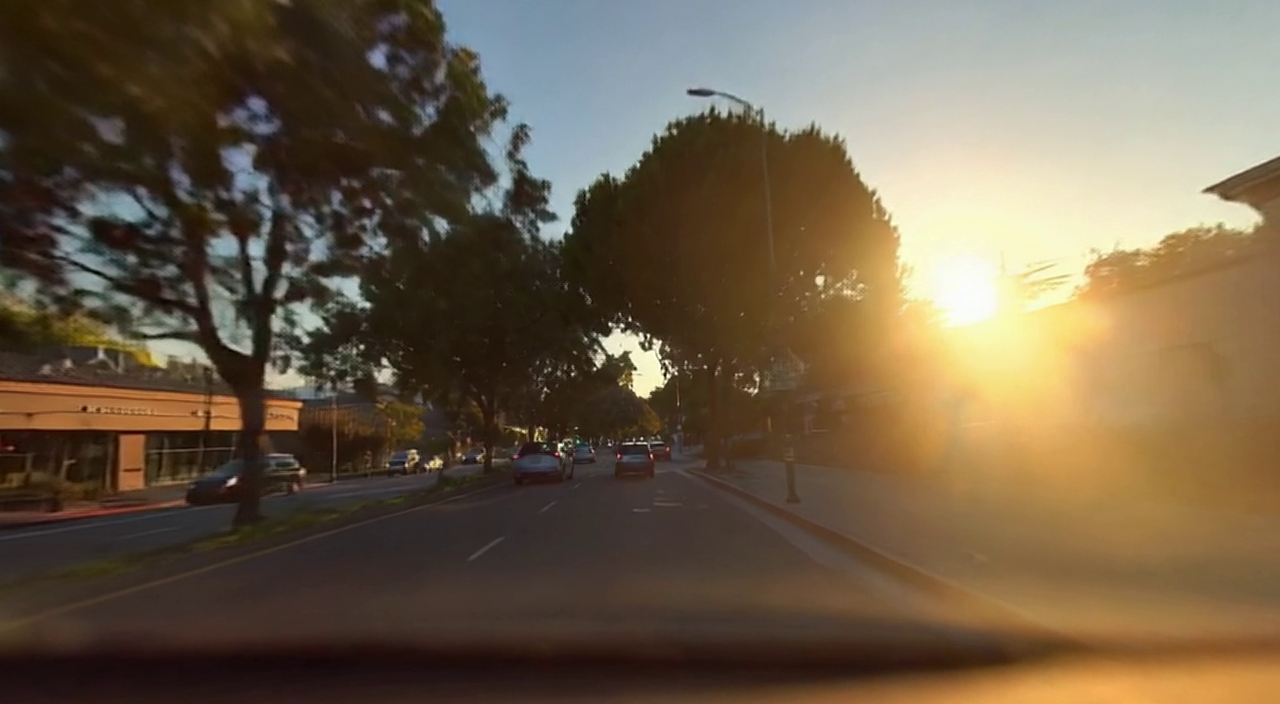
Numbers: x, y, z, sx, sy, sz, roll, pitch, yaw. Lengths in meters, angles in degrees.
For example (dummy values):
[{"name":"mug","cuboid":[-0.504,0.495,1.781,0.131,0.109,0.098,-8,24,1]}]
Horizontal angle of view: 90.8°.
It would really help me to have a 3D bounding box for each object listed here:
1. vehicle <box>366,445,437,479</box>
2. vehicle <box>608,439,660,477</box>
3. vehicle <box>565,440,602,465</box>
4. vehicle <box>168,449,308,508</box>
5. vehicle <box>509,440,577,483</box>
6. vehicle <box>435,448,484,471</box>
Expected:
[{"name":"vehicle","cuboid":[-13.083,6.028,34.973,1.999,1.755,4.518,-1,-8,3]},{"name":"vehicle","cuboid":[-0.309,4.537,27.304,2.085,1.475,3.976,0,-8,-2]},{"name":"vehicle","cuboid":[-3.549,6.401,40.370,1.887,1.517,4.254,0,-8,1]},{"name":"vehicle","cuboid":[-13.523,4.231,21.613,1.936,1.656,4.284,-3,-8,1]},{"name":"vehicle","cuboid":[-3.578,4.114,24.050,1.921,1.477,4.083,0,-8,0]},{"name":"vehicle","cuboid":[-12.540,7.486,44.190,1.909,1.462,4.608,-1,-8,3]}]
